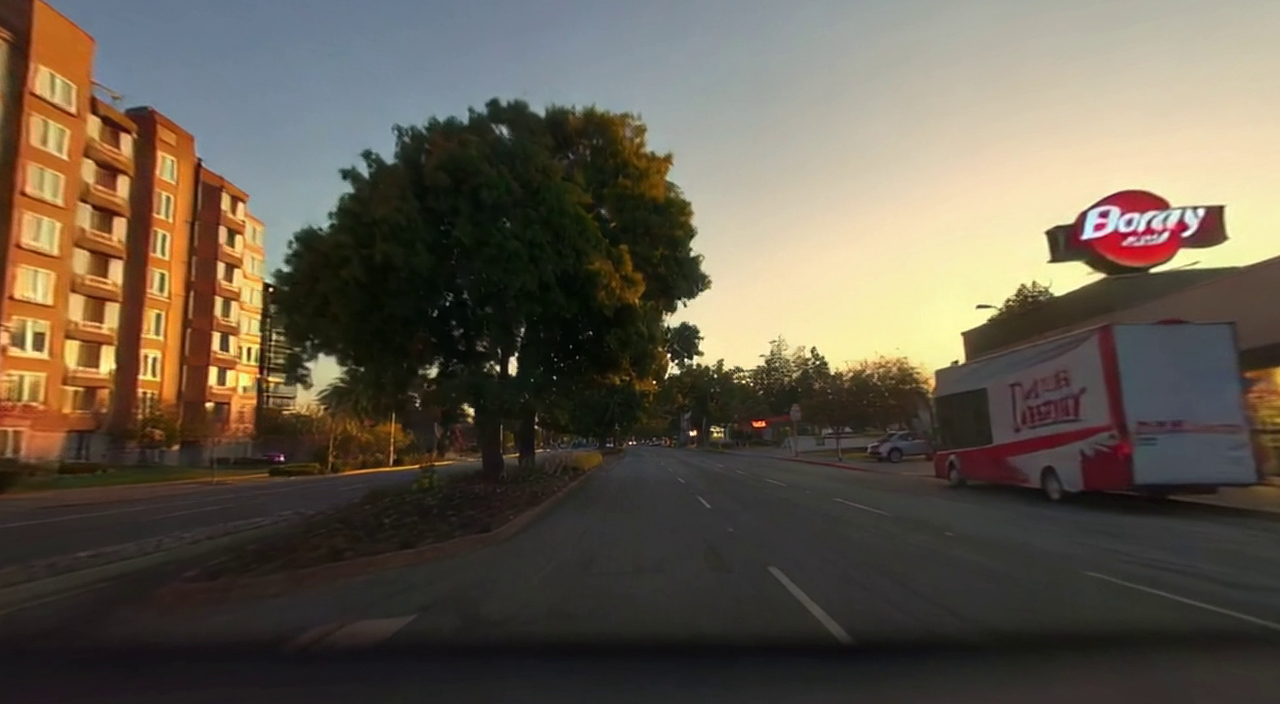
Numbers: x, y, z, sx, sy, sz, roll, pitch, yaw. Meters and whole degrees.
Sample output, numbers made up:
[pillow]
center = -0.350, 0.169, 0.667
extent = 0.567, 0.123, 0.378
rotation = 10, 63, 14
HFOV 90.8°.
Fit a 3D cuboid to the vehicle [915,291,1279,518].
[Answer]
[vehicle]
center = 10.143, 1.513, 15.128
extent = 3.174, 3.794, 9.019
rotation = -1, -9, 1
